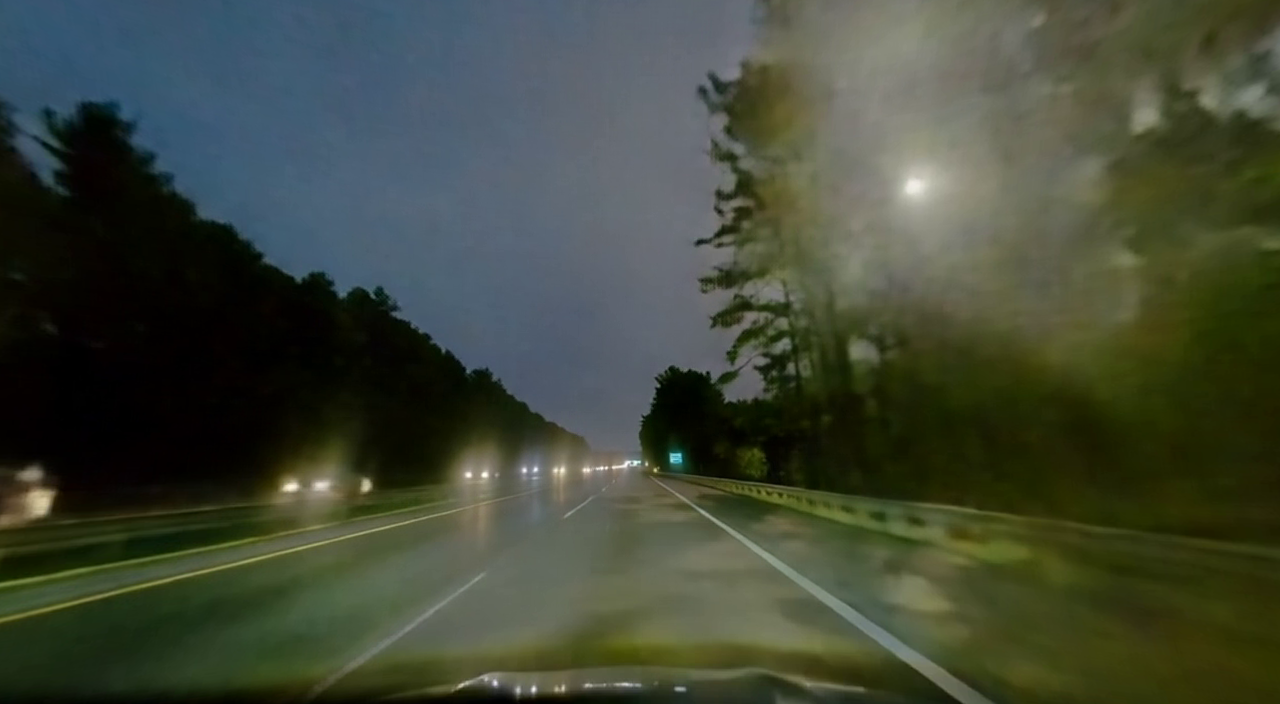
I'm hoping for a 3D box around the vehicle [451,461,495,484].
[{"bbox_3d":[-12.860,9.337,48.789,2.070,1.611,4.762,1,-11,0],"label":"vehicle"}]

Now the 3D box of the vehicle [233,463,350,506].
[{"bbox_3d":[-13.428,5.126,24.672,1.944,1.453,4.544,1,-10,0],"label":"vehicle"}]
